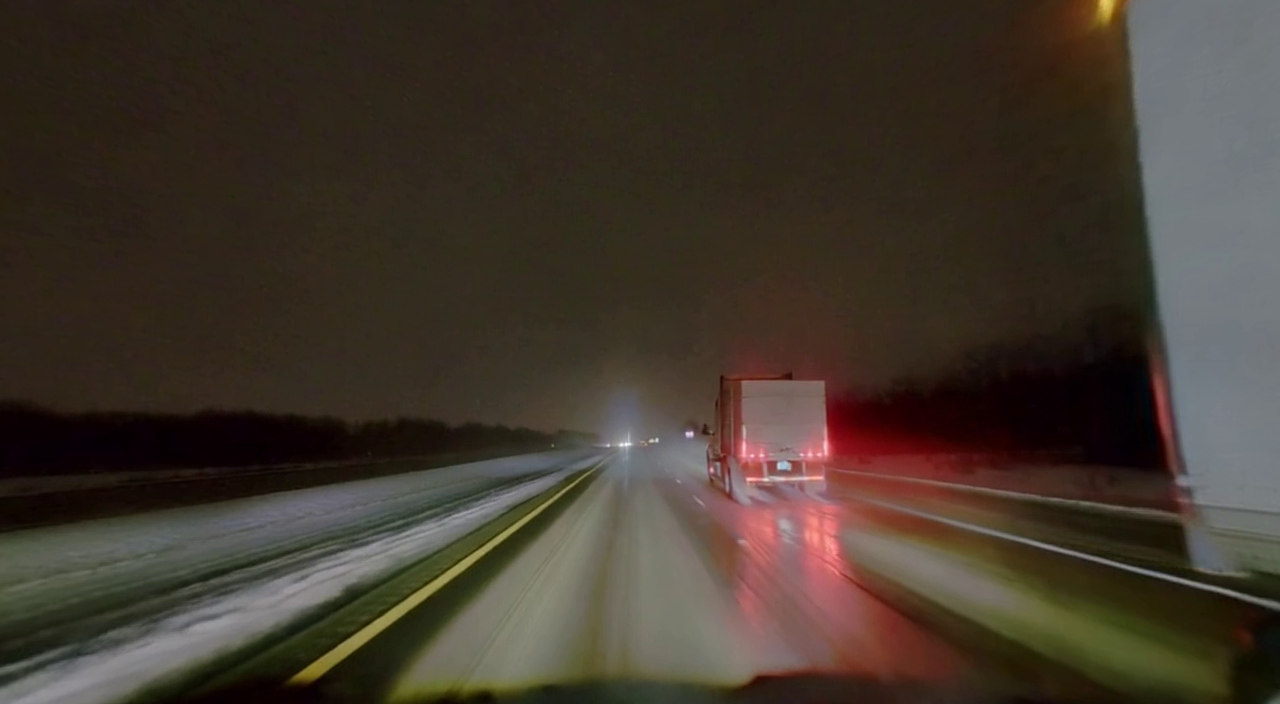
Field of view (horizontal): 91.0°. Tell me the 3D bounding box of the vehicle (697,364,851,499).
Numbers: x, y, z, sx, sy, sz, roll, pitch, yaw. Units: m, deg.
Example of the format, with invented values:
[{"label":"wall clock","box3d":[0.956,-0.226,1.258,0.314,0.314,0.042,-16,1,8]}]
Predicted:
[{"label":"vehicle","box3d":[3.498,2.375,18.568,2.702,3.193,7.196,0,-8,-2]}]
